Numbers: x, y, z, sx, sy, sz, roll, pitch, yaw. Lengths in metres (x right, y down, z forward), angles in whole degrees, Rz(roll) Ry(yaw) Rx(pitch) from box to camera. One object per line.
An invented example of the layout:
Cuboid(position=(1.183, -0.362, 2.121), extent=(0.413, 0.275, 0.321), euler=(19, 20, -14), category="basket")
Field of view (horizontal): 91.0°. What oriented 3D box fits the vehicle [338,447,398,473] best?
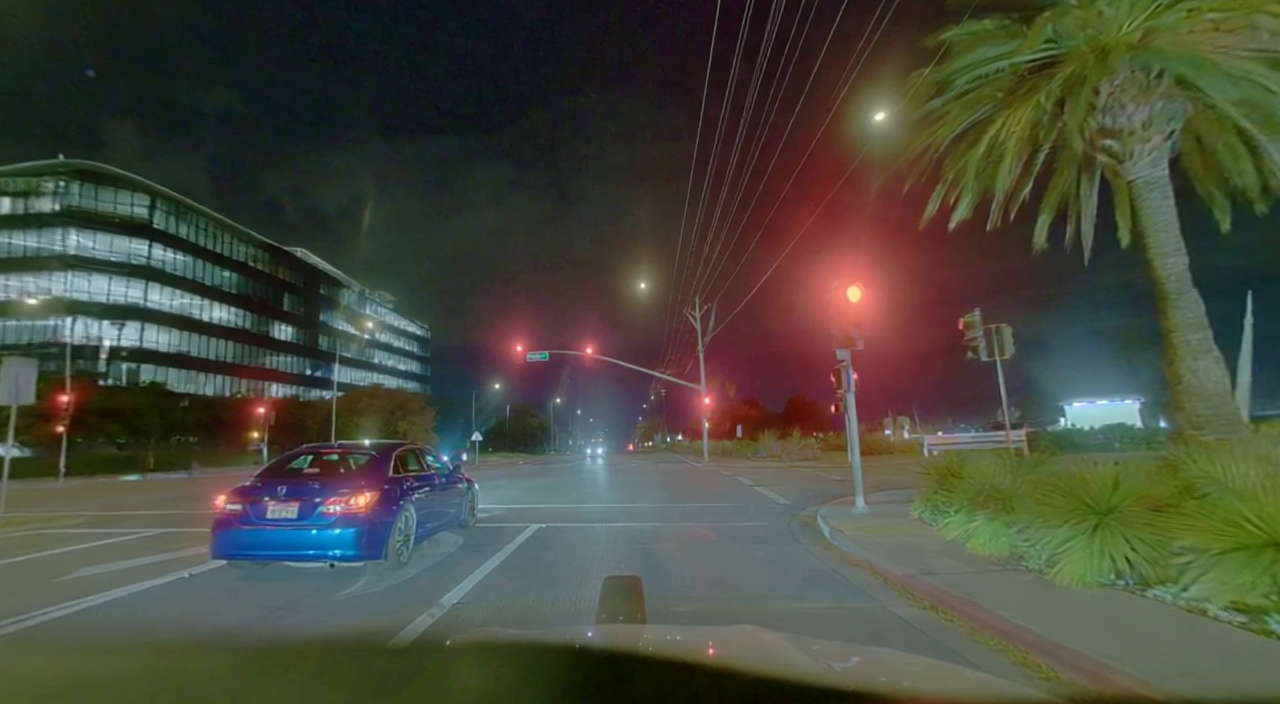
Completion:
Cuboid(position=(-19.020, 7.574, 44.328), extent=(2.017, 1.739, 4.569), euler=(0, -9, 2), category="vehicle")
